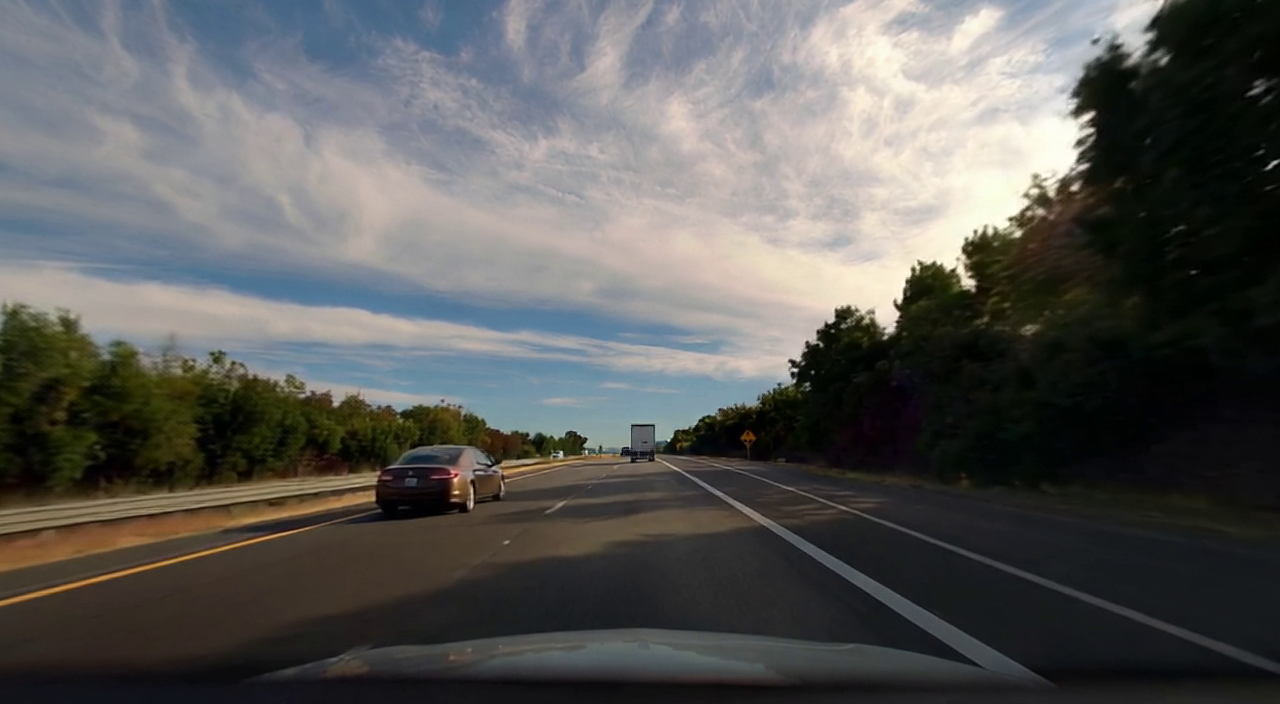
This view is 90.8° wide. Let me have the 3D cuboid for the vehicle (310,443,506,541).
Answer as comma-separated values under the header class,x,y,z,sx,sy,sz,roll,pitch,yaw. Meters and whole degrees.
class,x,y,z,sx,sy,sz,roll,pitch,yaw
vehicle,-3.927,2.429,11.580,1.955,1.438,4.100,-1,-9,1
